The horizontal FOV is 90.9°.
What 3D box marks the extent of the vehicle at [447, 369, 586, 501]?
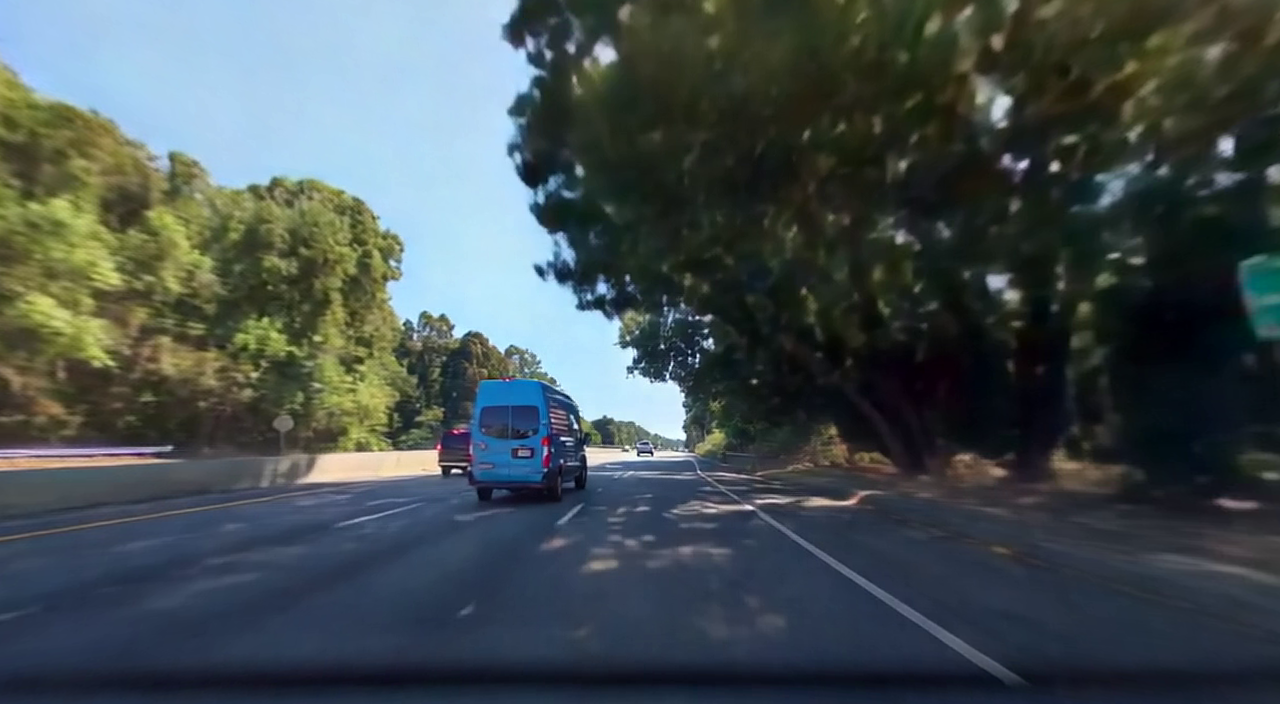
[{"bbox_3d":[-2.928,2.210,16.654,2.319,2.883,5.632,0,-8,2],"label":"vehicle"}]
